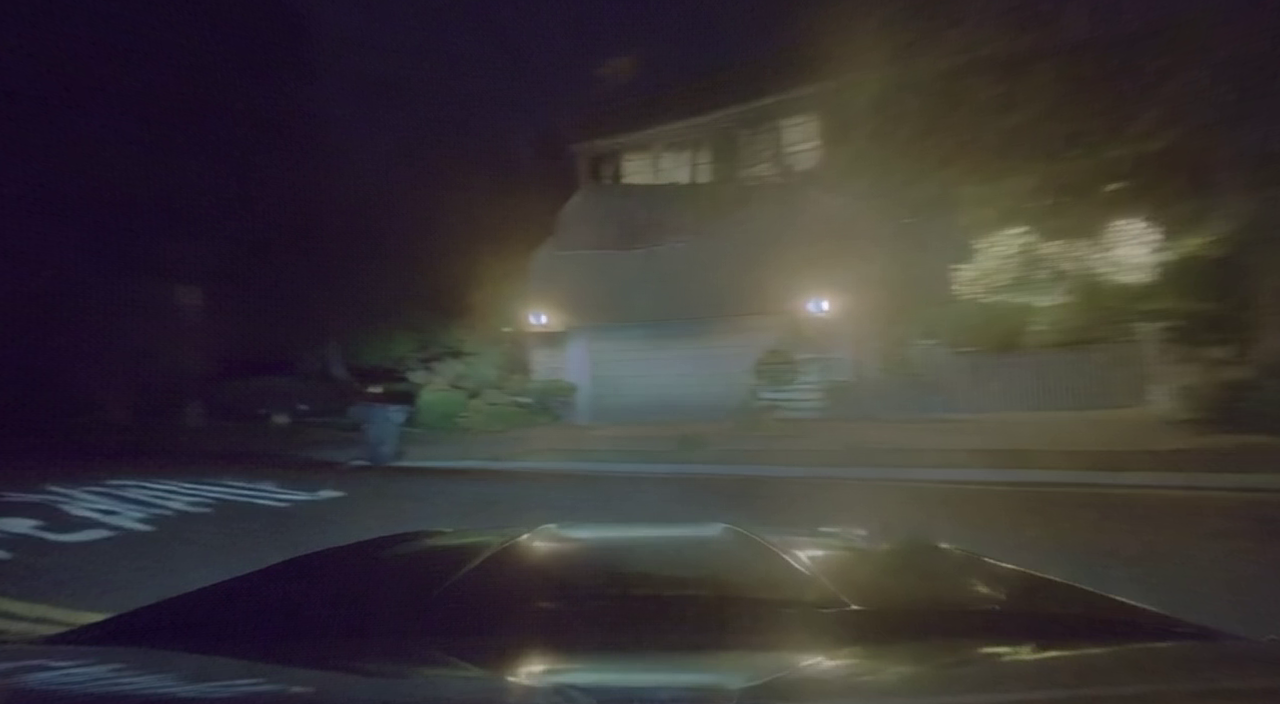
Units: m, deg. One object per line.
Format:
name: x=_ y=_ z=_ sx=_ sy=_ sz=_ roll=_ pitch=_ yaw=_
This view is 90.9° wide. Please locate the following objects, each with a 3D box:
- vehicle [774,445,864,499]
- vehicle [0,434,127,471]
vehicle: x=5.507 y=3.760 z=20.049 sx=1.860 sy=1.477 sz=4.629 roll=-1 pitch=-10 yaw=5
vehicle: x=-28.549 y=5.054 z=31.363 sx=2.019 sy=1.697 sz=4.310 roll=0 pitch=-11 yaw=6
